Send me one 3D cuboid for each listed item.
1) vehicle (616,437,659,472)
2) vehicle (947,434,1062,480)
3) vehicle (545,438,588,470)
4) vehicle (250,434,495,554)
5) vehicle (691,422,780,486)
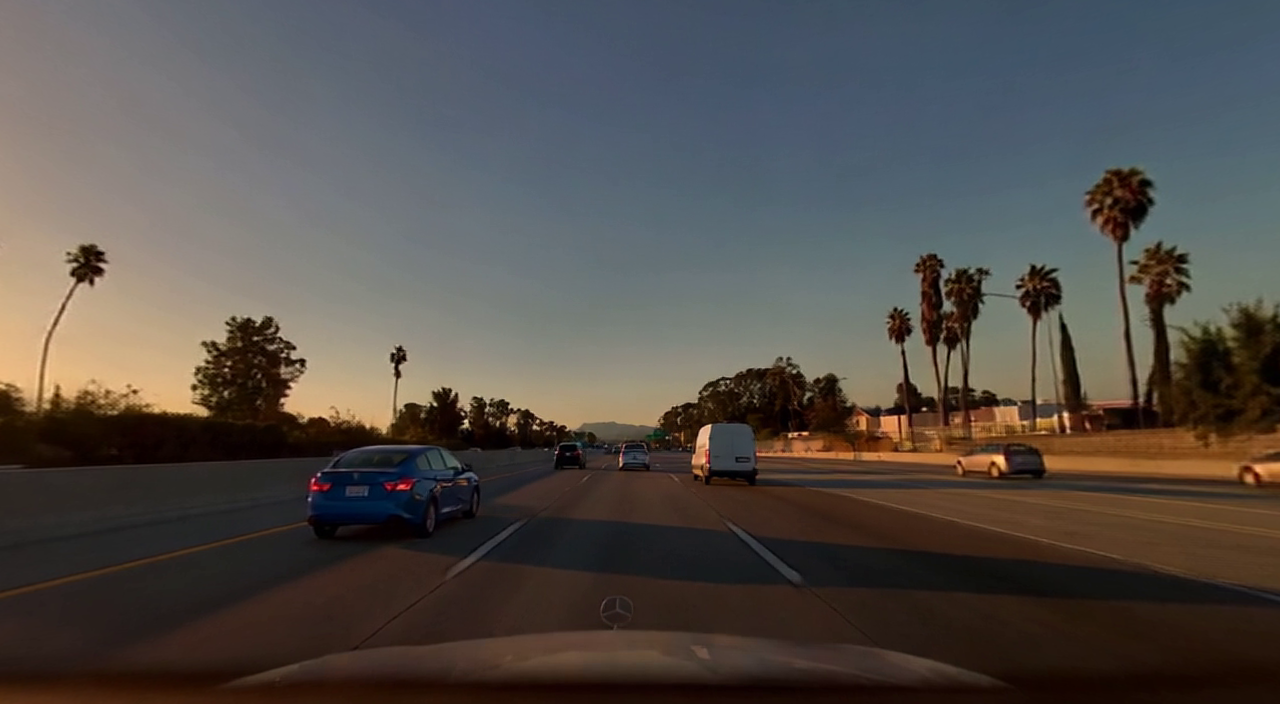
[{"bbox_3d":[-0.177,5.552,34.276,2.212,1.786,4.198,0,-9,-1],"label":"vehicle"},{"bbox_3d":[15.089,4.382,26.520,2.010,1.721,4.871,0,-9,2],"label":"vehicle"},{"bbox_3d":[-4.497,6.308,39.184,2.109,1.793,4.613,0,-9,0],"label":"vehicle"},{"bbox_3d":[-3.840,2.100,10.095,1.991,1.469,4.381,0,-9,0],"label":"vehicle"},{"bbox_3d":[3.377,3.799,23.770,2.250,2.074,5.723,0,-9,-2],"label":"vehicle"}]
